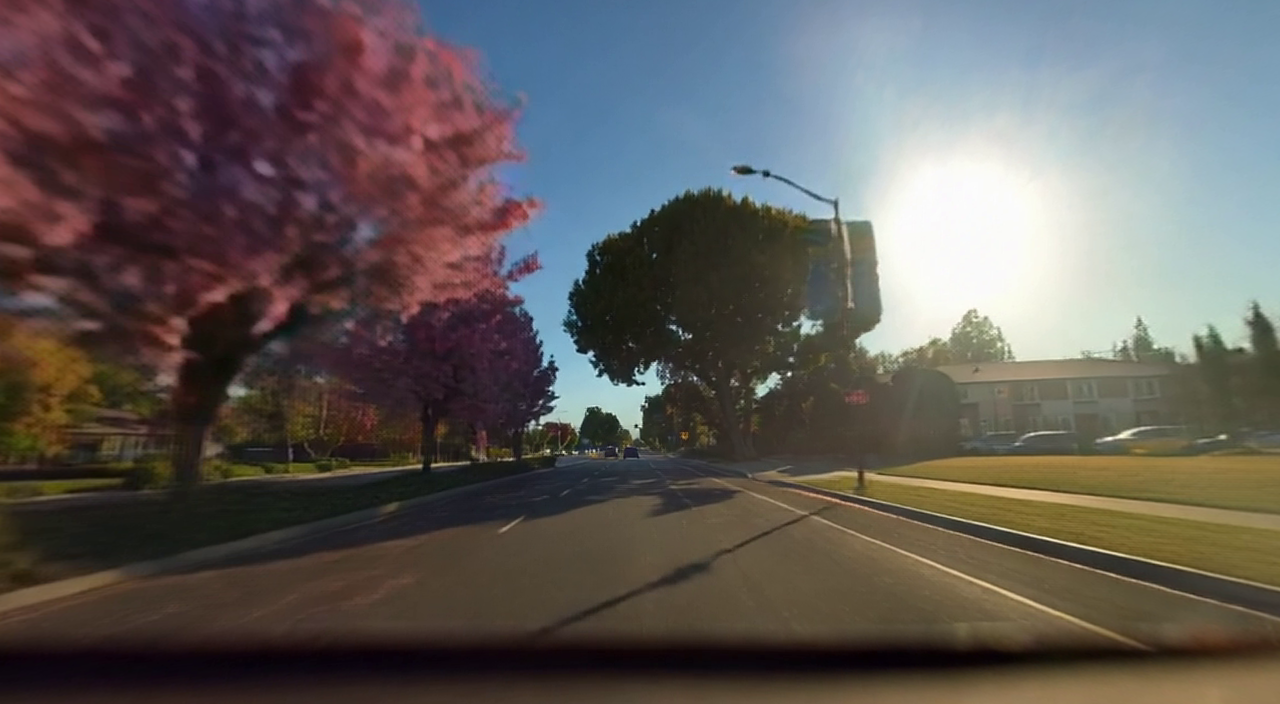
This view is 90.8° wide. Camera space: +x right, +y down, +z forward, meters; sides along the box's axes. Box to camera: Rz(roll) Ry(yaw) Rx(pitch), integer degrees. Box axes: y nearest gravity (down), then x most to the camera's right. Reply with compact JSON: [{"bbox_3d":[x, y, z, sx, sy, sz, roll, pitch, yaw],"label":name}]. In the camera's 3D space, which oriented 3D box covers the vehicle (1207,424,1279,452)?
[{"bbox_3d":[36.476,5.079,37.278,1.830,1.515,4.462,0,-8,1],"label":"vehicle"}]
